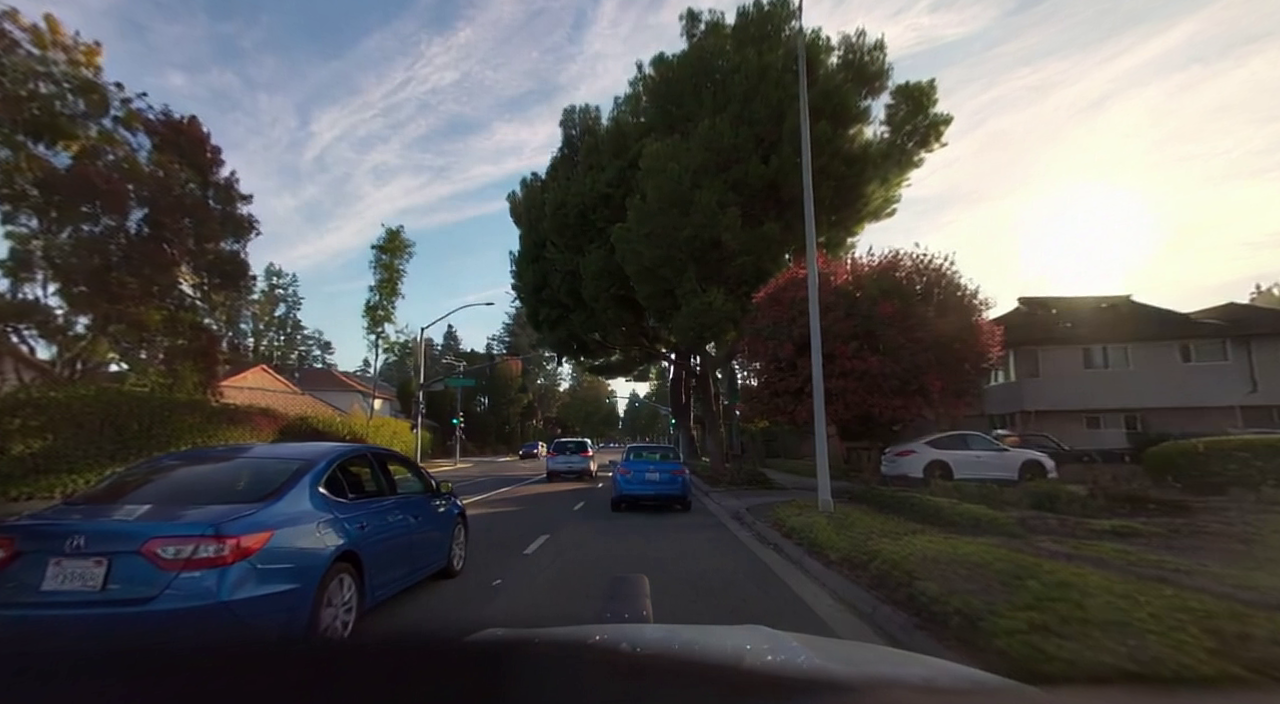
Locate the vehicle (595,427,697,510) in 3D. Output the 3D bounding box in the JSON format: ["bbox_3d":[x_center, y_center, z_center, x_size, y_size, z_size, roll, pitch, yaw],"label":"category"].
[{"bbox_3d":[0.105,2.720,15.133,2.120,1.718,3.909,0,-9,0],"label":"vehicle"}]

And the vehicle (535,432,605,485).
[{"bbox_3d":[-2.466,3.893,23.282,2.000,1.737,4.133,0,-9,2],"label":"vehicle"}]

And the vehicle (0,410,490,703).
[{"bbox_3d":[-2.836,1.344,5.119,1.968,1.472,4.685,0,-9,1],"label":"vehicle"}]

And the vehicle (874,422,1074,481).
[{"bbox_3d":[9.137,2.761,17.560,4.456,1.504,1.914,0,-8,0],"label":"vehicle"}]
